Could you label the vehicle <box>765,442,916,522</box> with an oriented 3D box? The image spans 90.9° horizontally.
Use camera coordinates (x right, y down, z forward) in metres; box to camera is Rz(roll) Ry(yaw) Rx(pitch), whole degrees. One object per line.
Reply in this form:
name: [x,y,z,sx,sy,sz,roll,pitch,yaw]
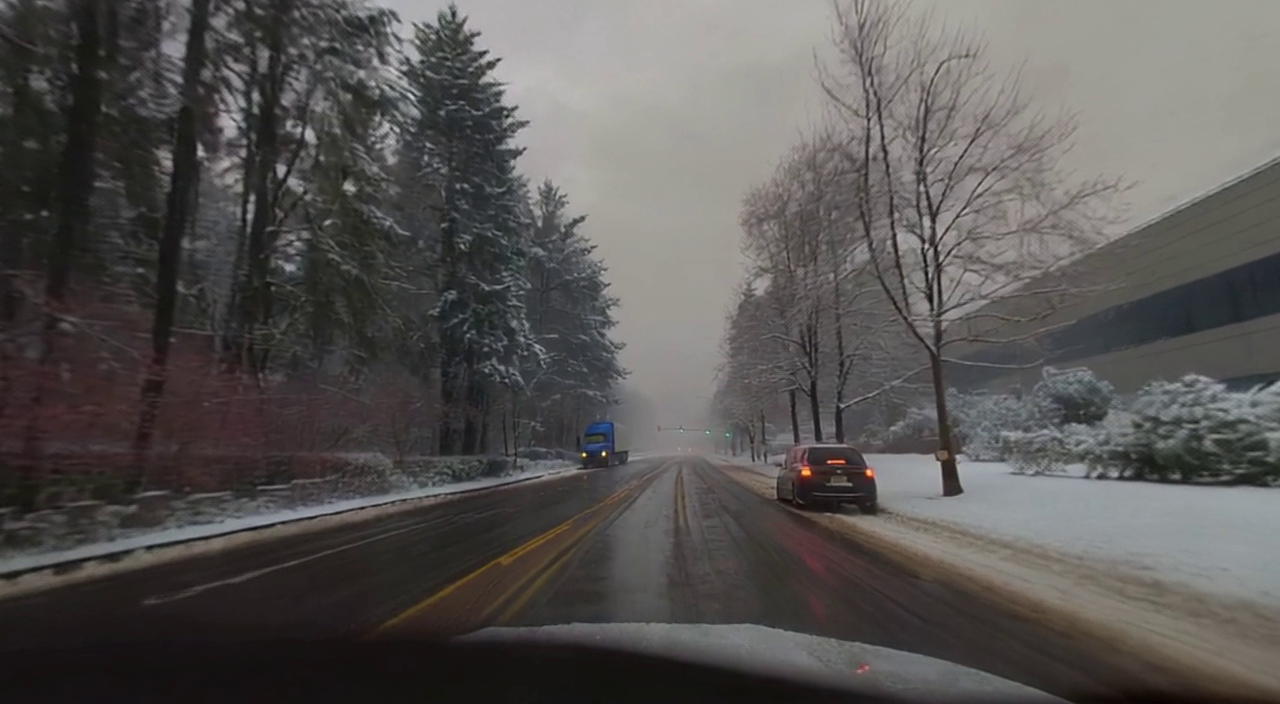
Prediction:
vehicle: [4.266,2.827,14.283,2.098,1.509,4.389,0,-9,2]
